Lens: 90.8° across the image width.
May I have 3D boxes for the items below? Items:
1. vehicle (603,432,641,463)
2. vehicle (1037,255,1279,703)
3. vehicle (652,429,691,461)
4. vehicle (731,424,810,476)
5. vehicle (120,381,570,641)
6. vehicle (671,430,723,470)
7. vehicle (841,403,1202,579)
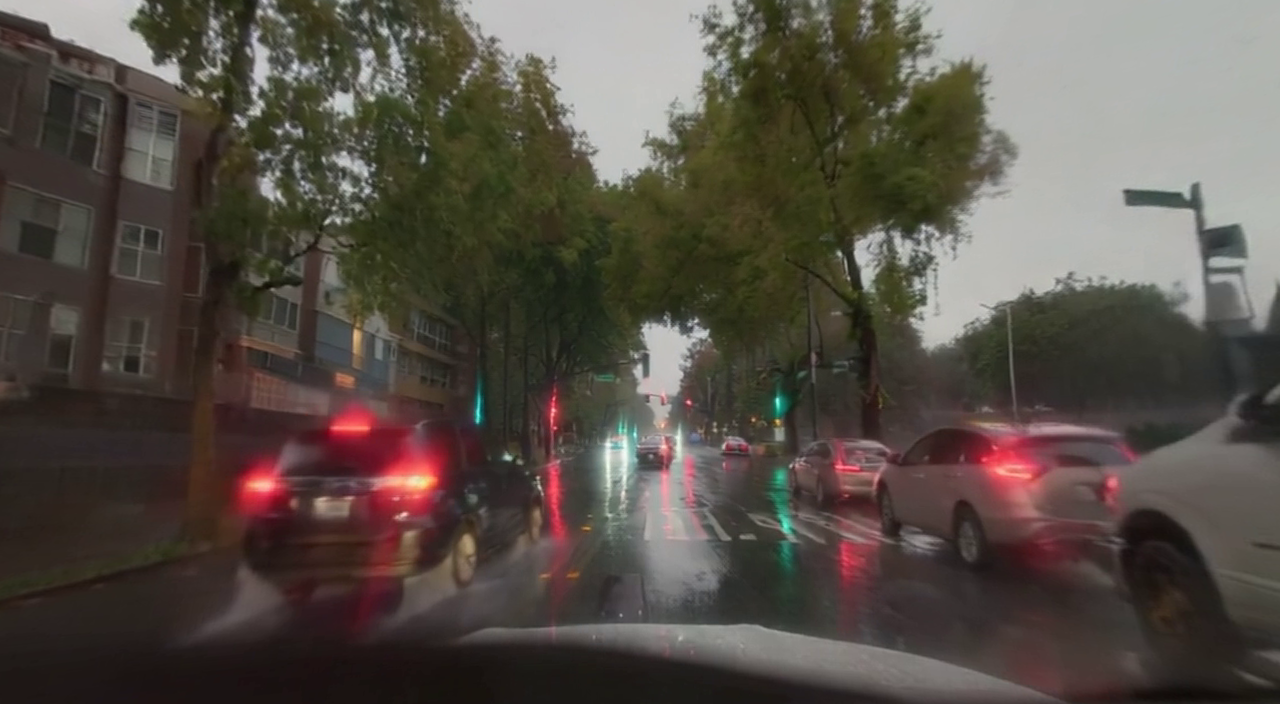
[{"bbox_3d":[-1.013,5.726,37.987,1.979,1.723,3.849,-1,-8,3],"label":"vehicle"},{"bbox_3d":[3.797,0.427,1.280,2.356,2.043,5.791,0,-8,2],"label":"vehicle"},{"bbox_3d":[1.751,5.371,36.315,2.111,1.705,4.093,0,-8,2],"label":"vehicle"},{"bbox_3d":[4.947,3.836,24.820,2.093,1.815,5.441,0,-8,1],"label":"vehicle"},{"bbox_3d":[-2.444,1.523,7.228,2.333,1.832,5.200,-1,-9,4],"label":"vehicle"},{"bbox_3d":[2.544,4.304,27.837,2.111,1.619,4.077,-1,-9,6],"label":"vehicle"},{"bbox_3d":[4.190,1.596,8.003,1.883,1.601,4.305,0,-9,1],"label":"vehicle"}]
